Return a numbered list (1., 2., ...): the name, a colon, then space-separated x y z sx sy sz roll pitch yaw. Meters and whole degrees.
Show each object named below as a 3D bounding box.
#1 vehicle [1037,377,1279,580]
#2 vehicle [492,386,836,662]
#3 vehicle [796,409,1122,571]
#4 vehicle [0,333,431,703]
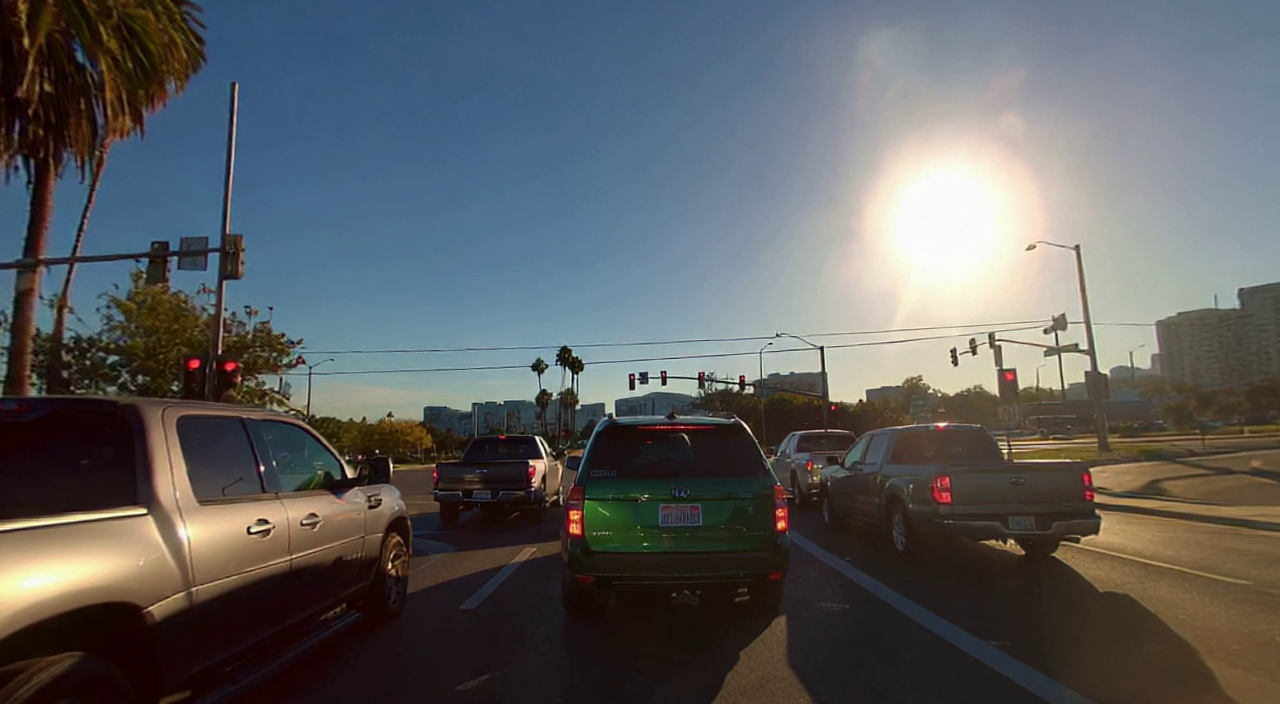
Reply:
1. vehicle: 7.341 1.339 6.841 2.337 1.925 5.728 0 -8 1
2. vehicle: 0.181 1.373 6.044 2.123 1.704 4.128 0 -9 1
3. vehicle: 4.025 1.848 9.295 2.072 1.704 5.170 0 -9 -1
4. vehicle: -3.155 1.080 3.920 2.171 1.702 4.416 0 -9 0
